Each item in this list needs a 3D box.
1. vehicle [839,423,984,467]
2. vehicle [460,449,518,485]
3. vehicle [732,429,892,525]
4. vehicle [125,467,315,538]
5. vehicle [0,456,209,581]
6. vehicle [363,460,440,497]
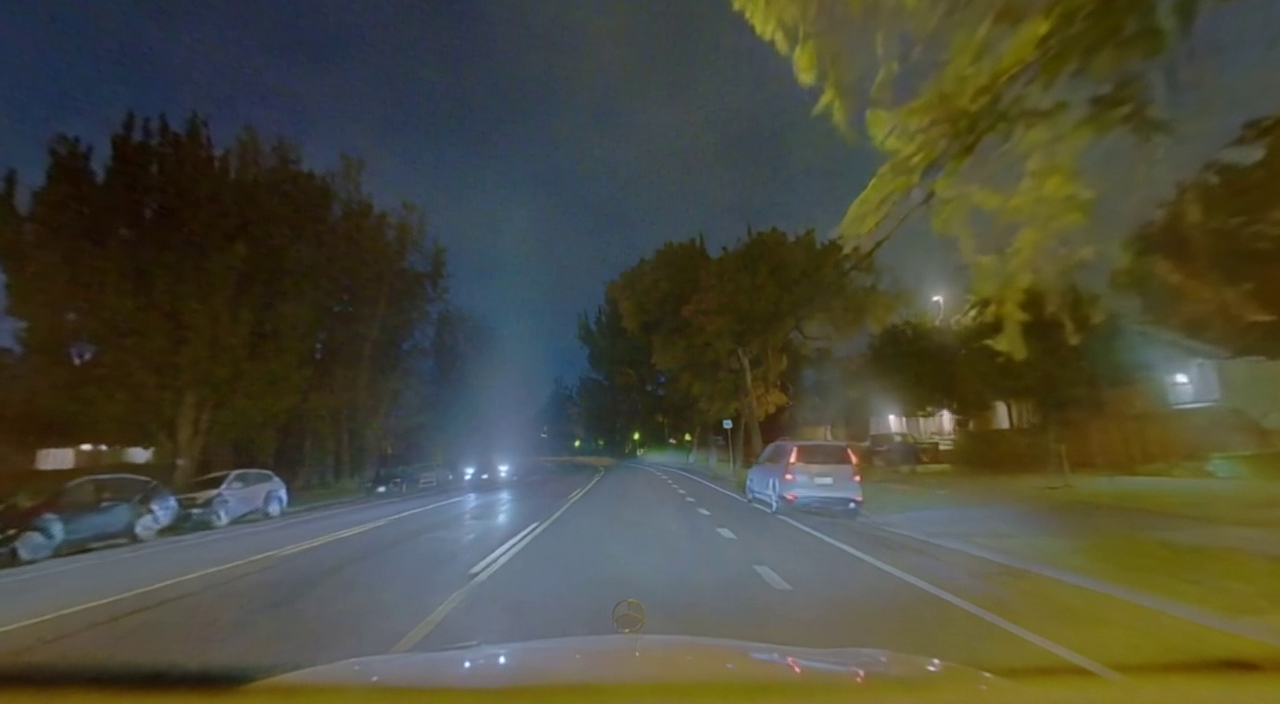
[{"bbox_3d":[12.495,4.349,29.464,5.437,1.931,2.837,0,-9,1],"label":"vehicle"},{"bbox_3d":[-7.670,5.852,32.493,2.090,1.724,4.270,1,-9,-2],"label":"vehicle"},{"bbox_3d":[3.687,2.799,14.859,2.176,1.793,5.534,0,-9,0],"label":"vehicle"},{"bbox_3d":[-11.081,3.959,17.199,1.958,1.493,4.671,0,-9,0],"label":"vehicle"},{"bbox_3d":[-11.017,2.967,12.128,2.293,1.836,4.586,0,-9,-2],"label":"vehicle"},{"bbox_3d":[-11.102,5.920,29.795,1.922,1.496,4.598,0,-9,-1],"label":"vehicle"}]
